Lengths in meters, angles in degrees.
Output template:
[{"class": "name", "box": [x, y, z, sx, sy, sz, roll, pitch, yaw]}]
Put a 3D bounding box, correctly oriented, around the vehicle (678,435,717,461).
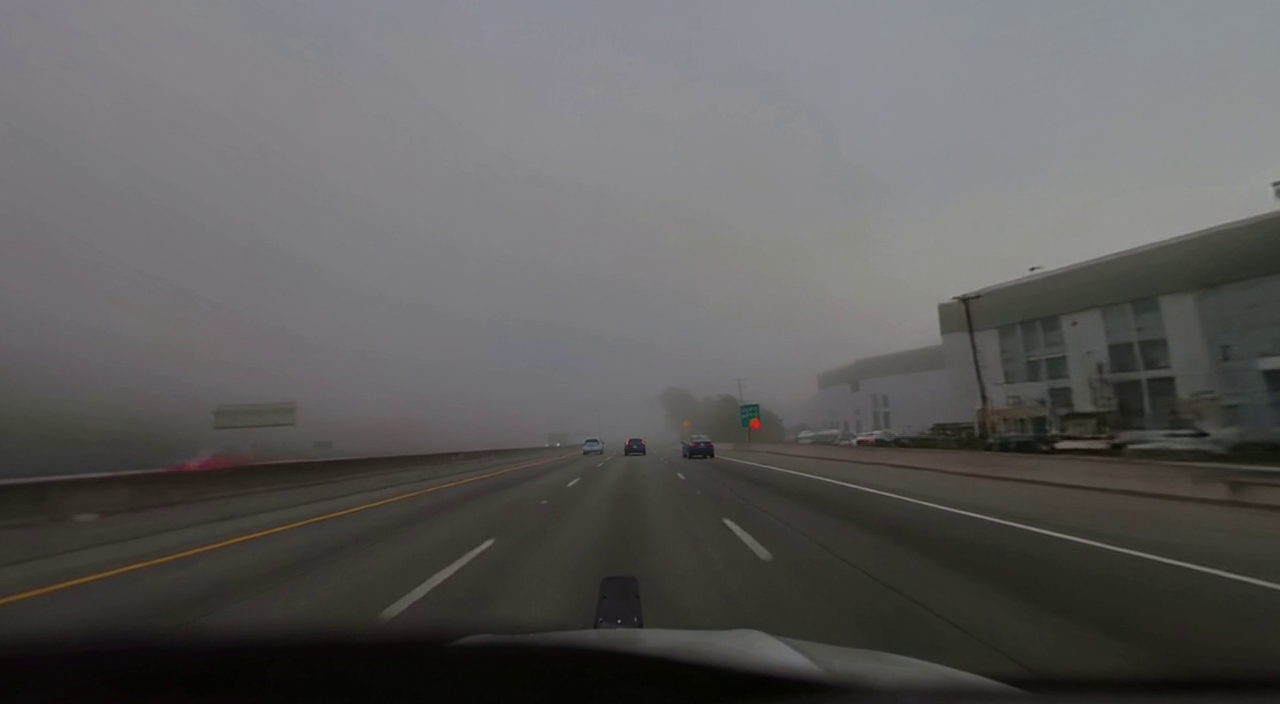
[{"class": "vehicle", "box": [3.527, 5.961, 39.090, 1.992, 1.532, 3.996, 0, -8, -1]}]
